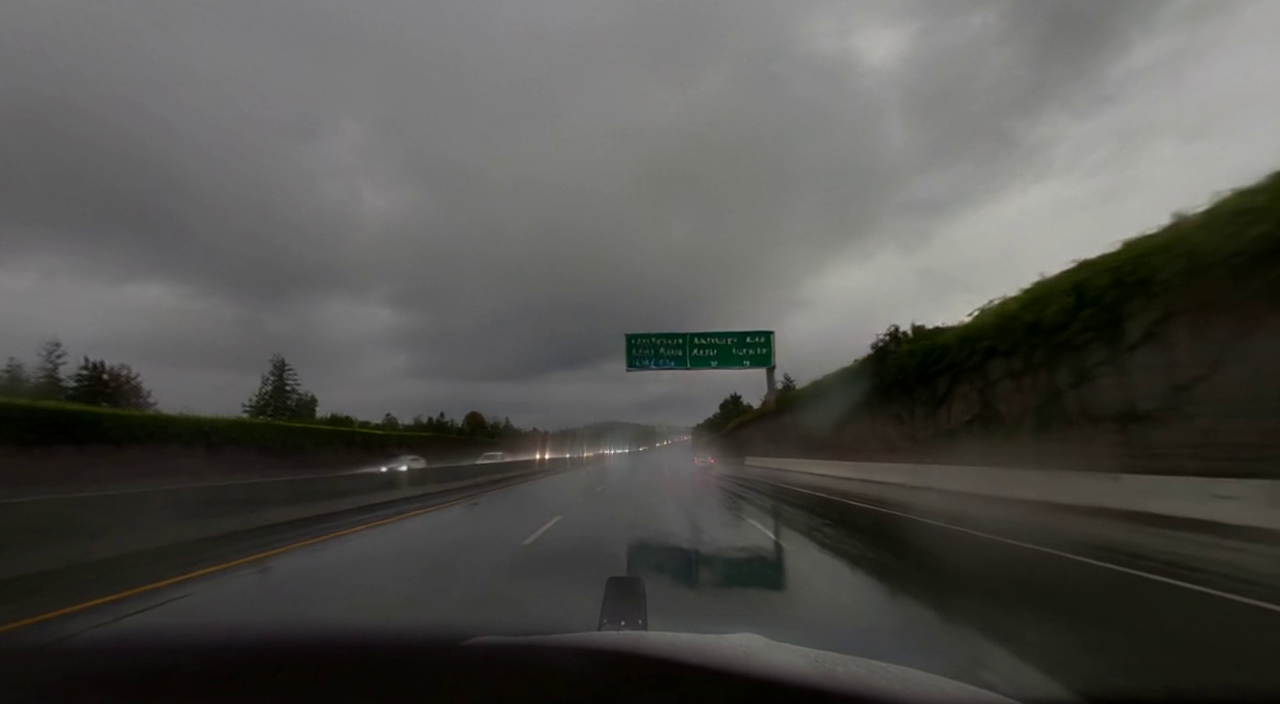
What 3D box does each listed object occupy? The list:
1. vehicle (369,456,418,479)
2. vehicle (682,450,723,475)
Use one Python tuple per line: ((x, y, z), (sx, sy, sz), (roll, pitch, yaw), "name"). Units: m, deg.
((-17.517, 8.239, 45.025), (1.796, 1.503, 4.167), (0, -9, 1), "vehicle")
((3.681, 6.596, 37.859), (2.065, 1.400, 4.028), (0, -9, 0), "vehicle")
